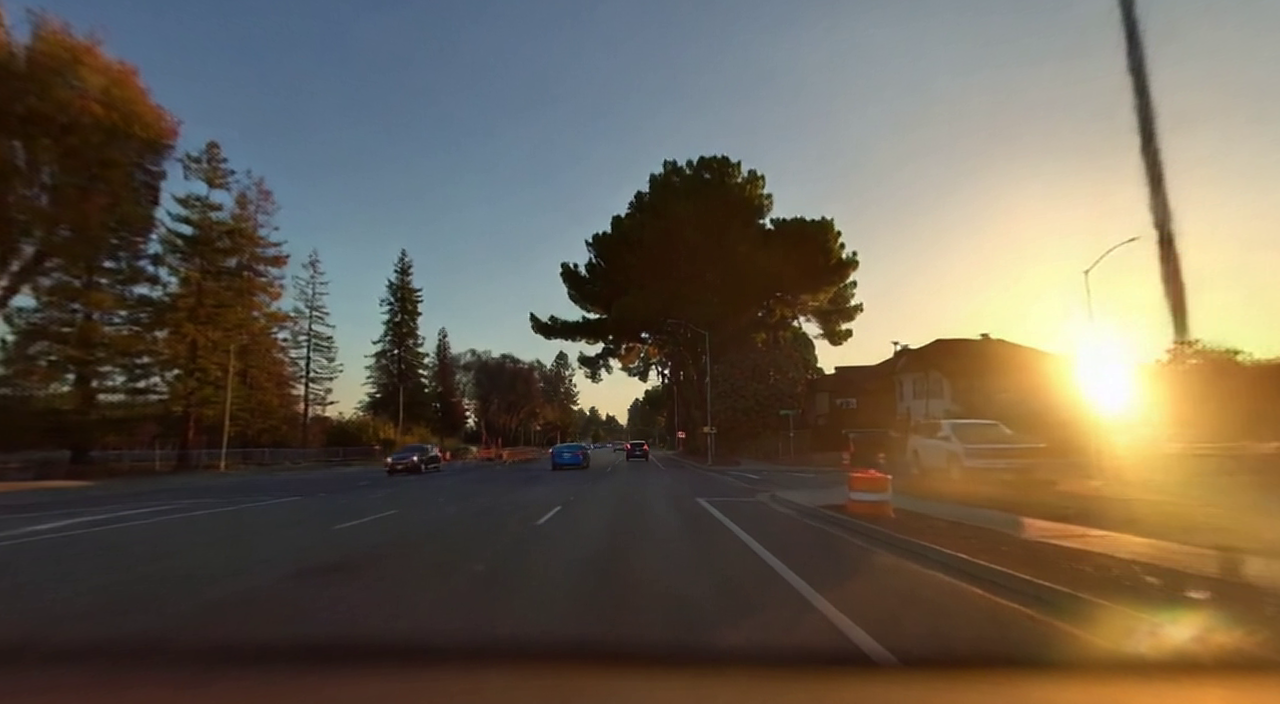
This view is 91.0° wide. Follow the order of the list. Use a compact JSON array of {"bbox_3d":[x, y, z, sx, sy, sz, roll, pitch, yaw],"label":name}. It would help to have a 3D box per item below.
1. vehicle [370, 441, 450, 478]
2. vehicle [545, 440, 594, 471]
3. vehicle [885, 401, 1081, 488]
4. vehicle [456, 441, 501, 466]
[{"bbox_3d":[-10.650,4.994,29.535,2.009,1.541,4.753,0,-9,-1],"label":"vehicle"},{"bbox_3d":[-3.994,5.972,36.445,2.198,1.663,4.519,0,-9,2],"label":"vehicle"},{"bbox_3d":[9.087,2.574,17.558,2.352,1.991,5.862,0,-8,2],"label":"vehicle"},{"bbox_3d":[-11.300,7.124,44.350,2.014,1.674,4.337,0,-9,-1],"label":"vehicle"}]
